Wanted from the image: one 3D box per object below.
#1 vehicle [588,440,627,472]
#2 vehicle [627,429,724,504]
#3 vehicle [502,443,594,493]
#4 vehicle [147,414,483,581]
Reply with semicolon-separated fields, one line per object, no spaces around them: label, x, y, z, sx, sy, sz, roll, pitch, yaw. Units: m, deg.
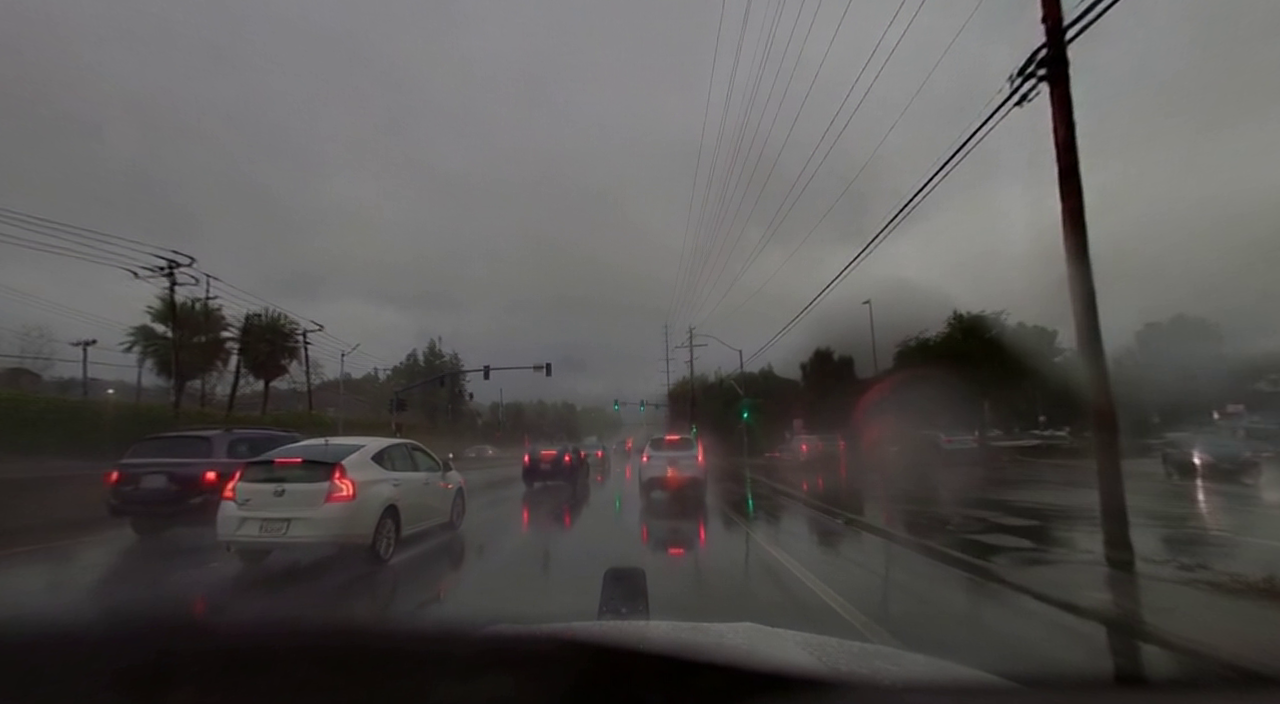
vehicle;-1.862;6.118;37.391;1.788;1.773;3.731;-1;-9;5
vehicle;0.888;2.919;16.487;2.205;1.691;3.937;0;-8;2
vehicle;-2.852;3.704;20.567;2.105;1.436;4.311;-1;-8;4
vehicle;-3.761;1.763;8.476;2.018;1.621;4.441;0;-8;2
